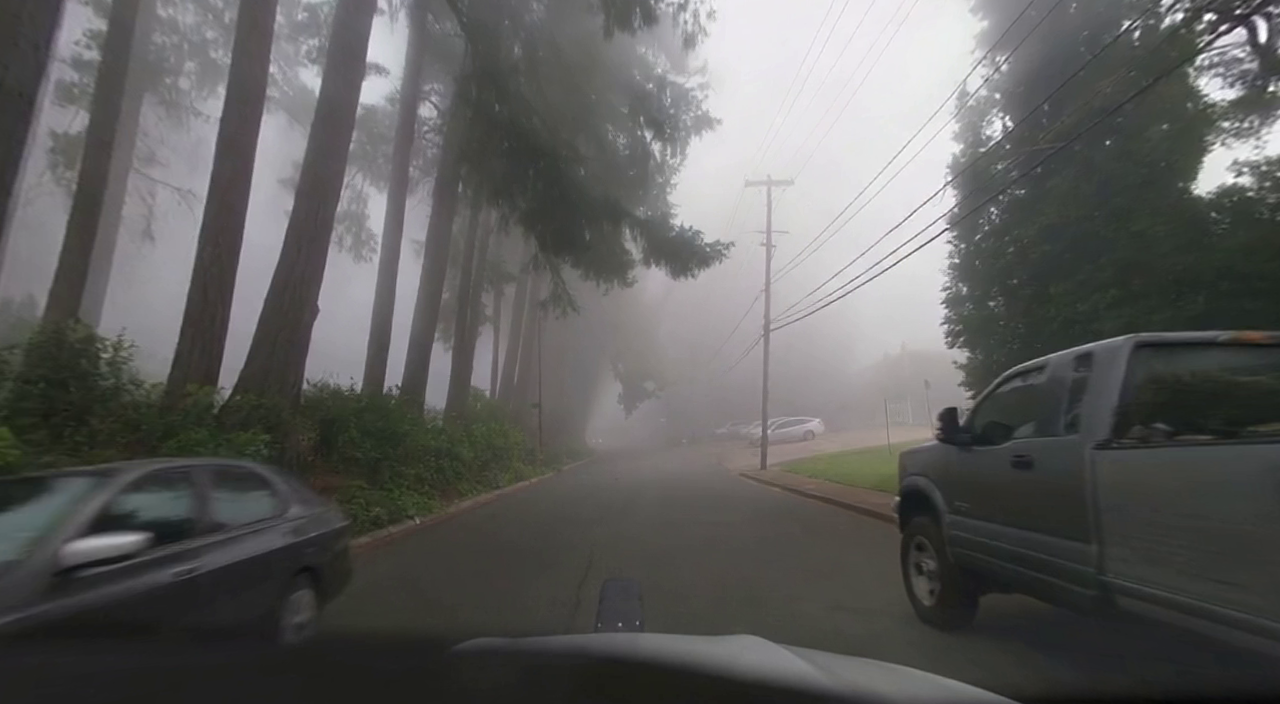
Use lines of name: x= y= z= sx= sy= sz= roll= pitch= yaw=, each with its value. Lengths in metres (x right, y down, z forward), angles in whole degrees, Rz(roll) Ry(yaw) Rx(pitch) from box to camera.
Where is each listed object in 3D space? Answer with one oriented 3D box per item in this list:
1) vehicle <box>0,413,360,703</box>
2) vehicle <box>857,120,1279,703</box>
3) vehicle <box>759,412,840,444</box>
vehicle: x=-3.128 y=1.058 z=2.498 sx=1.980 sy=1.571 sz=4.150 roll=-1 pitch=-9 yaw=3
vehicle: x=2.953 y=0.558 z=2.629 sx=2.245 sy=2.166 sz=5.242 roll=0 pitch=-9 yaw=0
vehicle: x=10.366 y=4.984 z=41.030 sx=4.780 sy=1.984 sz=1.896 roll=3 pitch=-9 yaw=-19
